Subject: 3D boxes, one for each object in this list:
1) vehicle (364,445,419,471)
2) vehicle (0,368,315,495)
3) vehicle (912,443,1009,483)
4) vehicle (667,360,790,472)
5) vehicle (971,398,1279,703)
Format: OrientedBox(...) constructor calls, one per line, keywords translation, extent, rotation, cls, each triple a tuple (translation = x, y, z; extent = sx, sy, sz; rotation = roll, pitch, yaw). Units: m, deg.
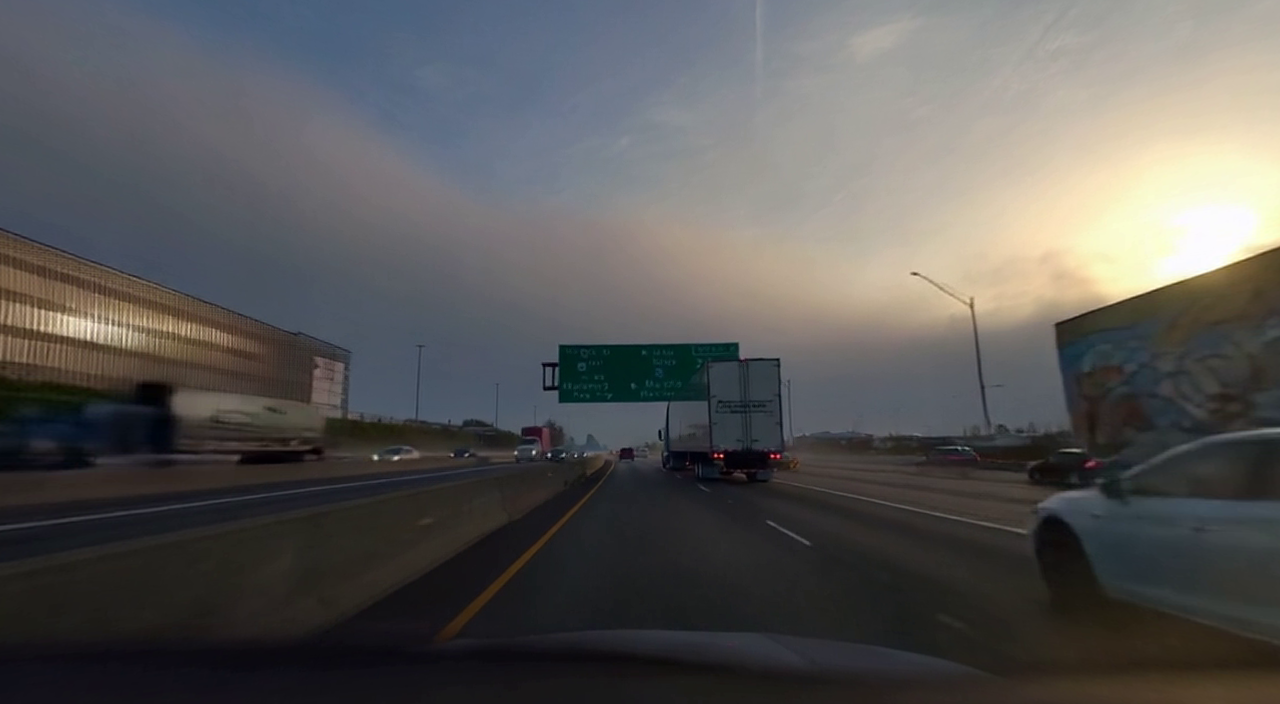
OrientedBox(translation=(-15.433, 6.565, 39.103), extent=(1.872, 1.510, 3.919), rotation=(0, -9, -1), cls="vehicle")
OrientedBox(translation=(-16.300, 2.993, 22.603), extent=(3.471, 3.416, 11.022), rotation=(1, -9, -2), cls="vehicle")
OrientedBox(translation=(14.619, 5.065, 28.918), extent=(2.107, 1.648, 4.324), rotation=(0, -9, -1), cls="vehicle")
OrientedBox(translation=(3.788, 3.841, 33.131), extent=(3.317, 4.314, 17.803), rotation=(0, -9, -2), cls="vehicle")
OrientedBox(translation=(4.059, 1.080, 3.369), extent=(2.085, 1.588, 4.436), rotation=(0, -9, 0), cls="vehicle")
